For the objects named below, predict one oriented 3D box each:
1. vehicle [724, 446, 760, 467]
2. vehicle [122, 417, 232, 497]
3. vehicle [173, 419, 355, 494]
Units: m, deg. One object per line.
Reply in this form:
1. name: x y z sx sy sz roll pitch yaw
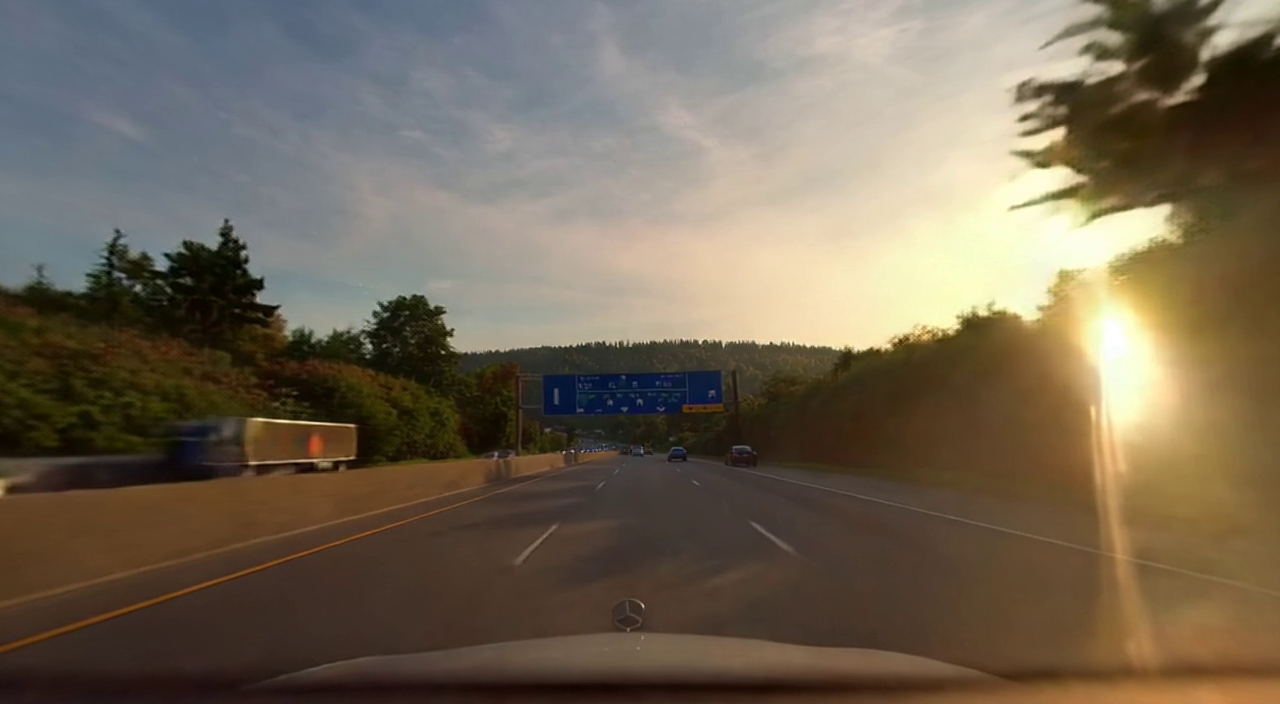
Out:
1. vehicle: 7.781 7.993 48.456 1.943 1.493 4.507 0 -9 -1
2. vehicle: -23.219 5.258 31.766 2.986 3.775 2.915 0 -9 -1
3. vehicle: -23.077 6.619 40.424 2.873 3.938 14.225 0 -9 0
